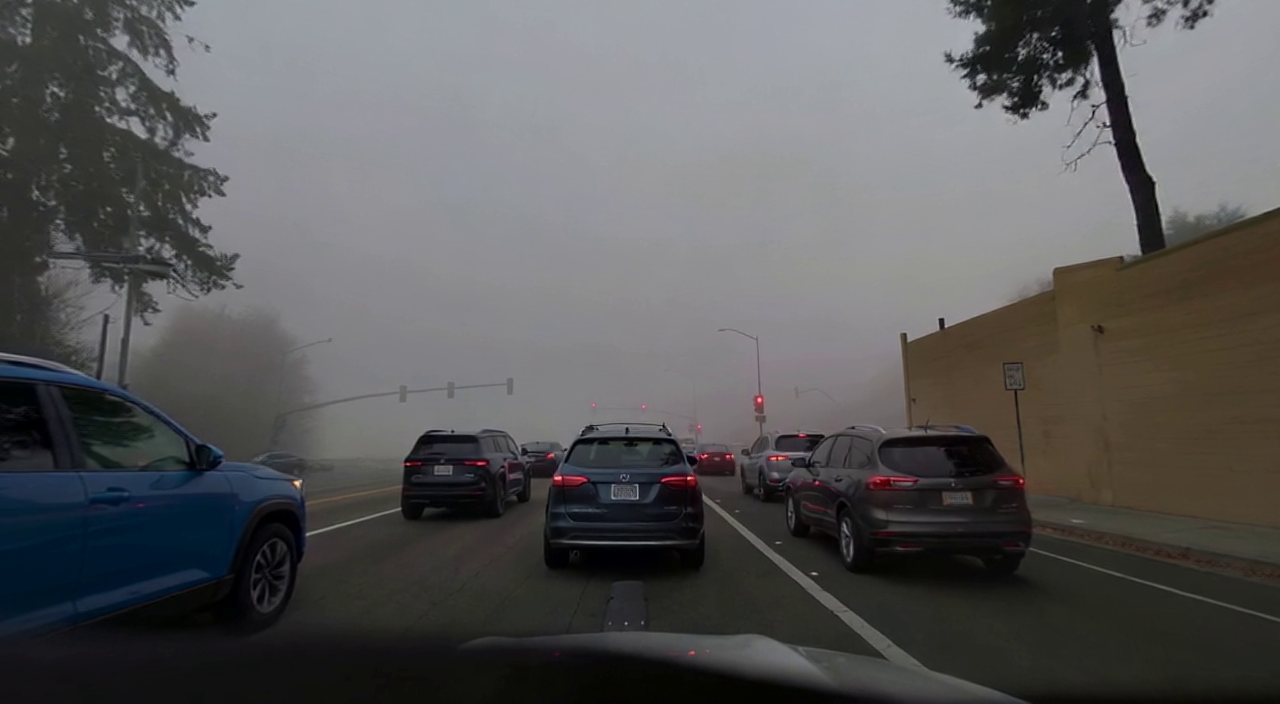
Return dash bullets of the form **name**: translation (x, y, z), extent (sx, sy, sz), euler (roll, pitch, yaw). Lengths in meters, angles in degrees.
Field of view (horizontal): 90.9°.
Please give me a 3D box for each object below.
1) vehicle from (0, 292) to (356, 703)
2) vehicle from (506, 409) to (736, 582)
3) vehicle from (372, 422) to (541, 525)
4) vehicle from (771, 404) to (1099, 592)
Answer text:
- **vehicle**: translation (-3.525, 0.839, 3.182), extent (2.070, 1.913, 4.450), euler (0, -8, 0)
- **vehicle**: translation (-0.157, 1.689, 8.192), extent (2.245, 1.677, 3.913), euler (0, -8, 1)
- **vehicle**: translation (-3.528, 2.433, 13.222), extent (2.067, 1.759, 4.631), euler (0, -8, 1)
- **vehicle**: translation (3.136, 1.641, 7.943), extent (2.029, 1.702, 4.281), euler (0, -8, 0)
